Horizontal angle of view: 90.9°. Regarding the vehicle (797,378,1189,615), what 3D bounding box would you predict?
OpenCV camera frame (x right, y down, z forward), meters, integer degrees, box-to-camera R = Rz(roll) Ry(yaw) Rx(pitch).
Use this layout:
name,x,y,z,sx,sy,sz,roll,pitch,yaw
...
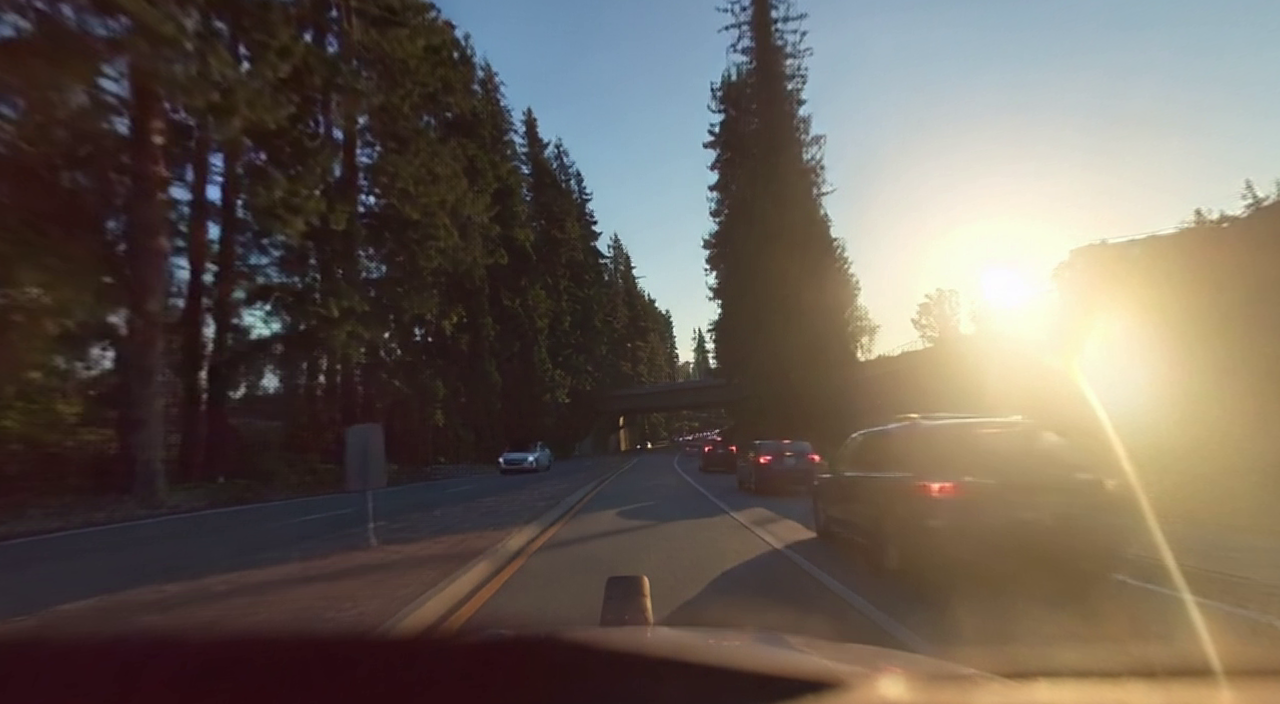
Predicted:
name,x,y,z,sx,sy,sz,roll,pitch,yaw
vehicle,3.396,1.493,7.382,1.985,1.895,4.496,0,-9,1

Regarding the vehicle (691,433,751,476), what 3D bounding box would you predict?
name,x,y,z,sx,sy,sz,roll,pitch,yaw
vehicle,3.874,5.033,31.088,2.273,1.944,4.866,0,-9,0

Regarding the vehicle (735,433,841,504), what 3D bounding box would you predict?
name,x,y,z,sx,sy,sz,roll,pitch,yaw
vehicle,3.892,3.143,17.419,1.938,1.710,4.249,0,-9,1

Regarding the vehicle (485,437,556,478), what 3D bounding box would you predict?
name,x,y,z,sx,sy,sz,roll,pitch,yaw
vehicle,-5.915,5.290,31.789,2.089,1.860,4.704,-2,-9,8
